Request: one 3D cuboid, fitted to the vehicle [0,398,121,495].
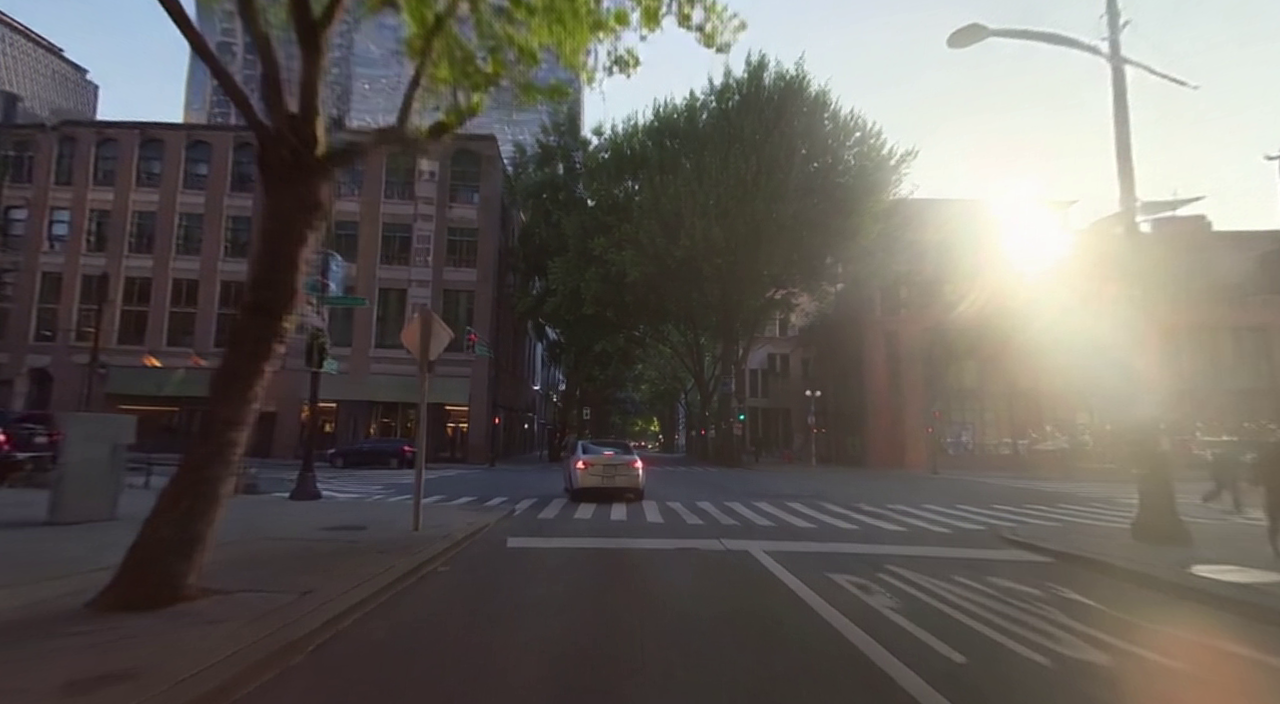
[{"bbox_3d":[-17.933,2.520,16.853,5.858,2.396,2.319,0,-9,-3],"label":"vehicle"}]

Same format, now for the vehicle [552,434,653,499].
[{"bbox_3d":[-1.157,3.024,17.054,2.106,1.482,4.459,2,-9,-11],"label":"vehicle"}]

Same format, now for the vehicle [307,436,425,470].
[{"bbox_3d":[-12.480,4.594,28.879,4.627,1.468,1.871,-2,-9,11],"label":"vehicle"}]
